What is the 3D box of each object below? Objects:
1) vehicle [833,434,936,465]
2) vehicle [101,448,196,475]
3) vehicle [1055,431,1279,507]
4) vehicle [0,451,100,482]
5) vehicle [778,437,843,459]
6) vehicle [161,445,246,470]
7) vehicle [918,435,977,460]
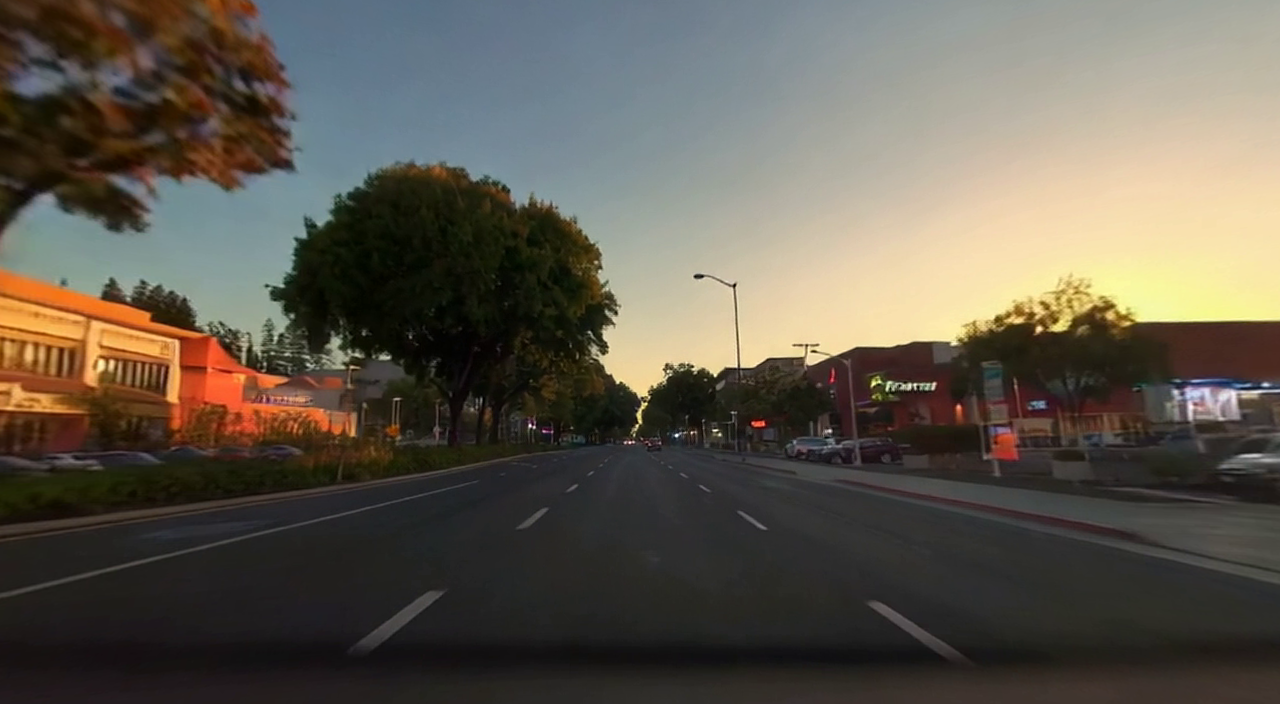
[{"bbox_3d":[14.227,5.728,37.018,5.134,1.732,2.047,0,-8,0],"label":"vehicle"},{"bbox_3d":[-30.702,6.835,39.524,4.323,1.467,1.895,-2,-9,-1],"label":"vehicle"},{"bbox_3d":[12.801,2.776,15.443,1.928,1.465,4.874,-2,-9,-1],"label":"vehicle"},{"bbox_3d":[-30.221,5.757,31.797,4.311,1.457,1.808,0,-8,-2],"label":"vehicle"},{"bbox_3d":[13.312,7.542,49.459,4.386,1.570,2.043,-1,-9,-2],"label":"vehicle"},{"bbox_3d":[-30.810,7.445,44.708,4.441,1.667,2.223,-1,-8,6],"label":"vehicle"},{"bbox_3d":[22.925,7.121,47.274,1.997,1.784,4.921,0,-8,1],"label":"vehicle"}]
